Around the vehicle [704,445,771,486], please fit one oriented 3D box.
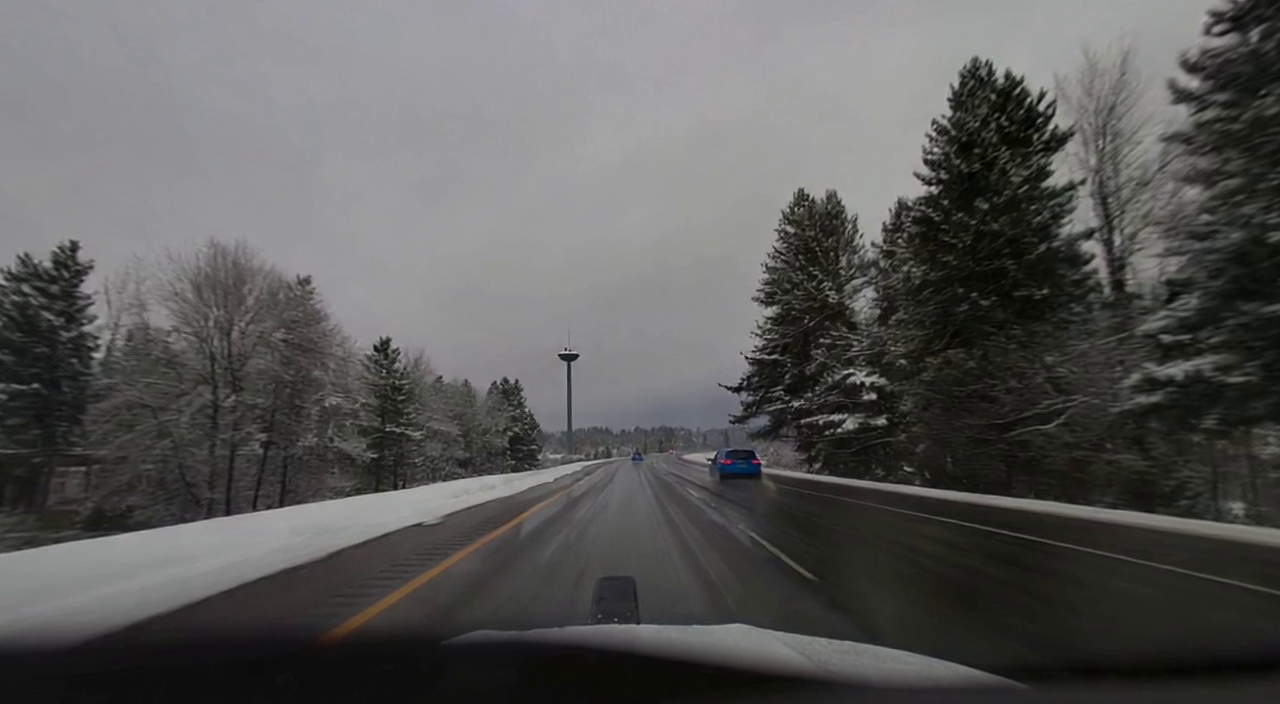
[{"bbox_3d":[3.915,4.638,26.098,2.030,1.526,4.165,0,-9,-1],"label":"vehicle"}]
